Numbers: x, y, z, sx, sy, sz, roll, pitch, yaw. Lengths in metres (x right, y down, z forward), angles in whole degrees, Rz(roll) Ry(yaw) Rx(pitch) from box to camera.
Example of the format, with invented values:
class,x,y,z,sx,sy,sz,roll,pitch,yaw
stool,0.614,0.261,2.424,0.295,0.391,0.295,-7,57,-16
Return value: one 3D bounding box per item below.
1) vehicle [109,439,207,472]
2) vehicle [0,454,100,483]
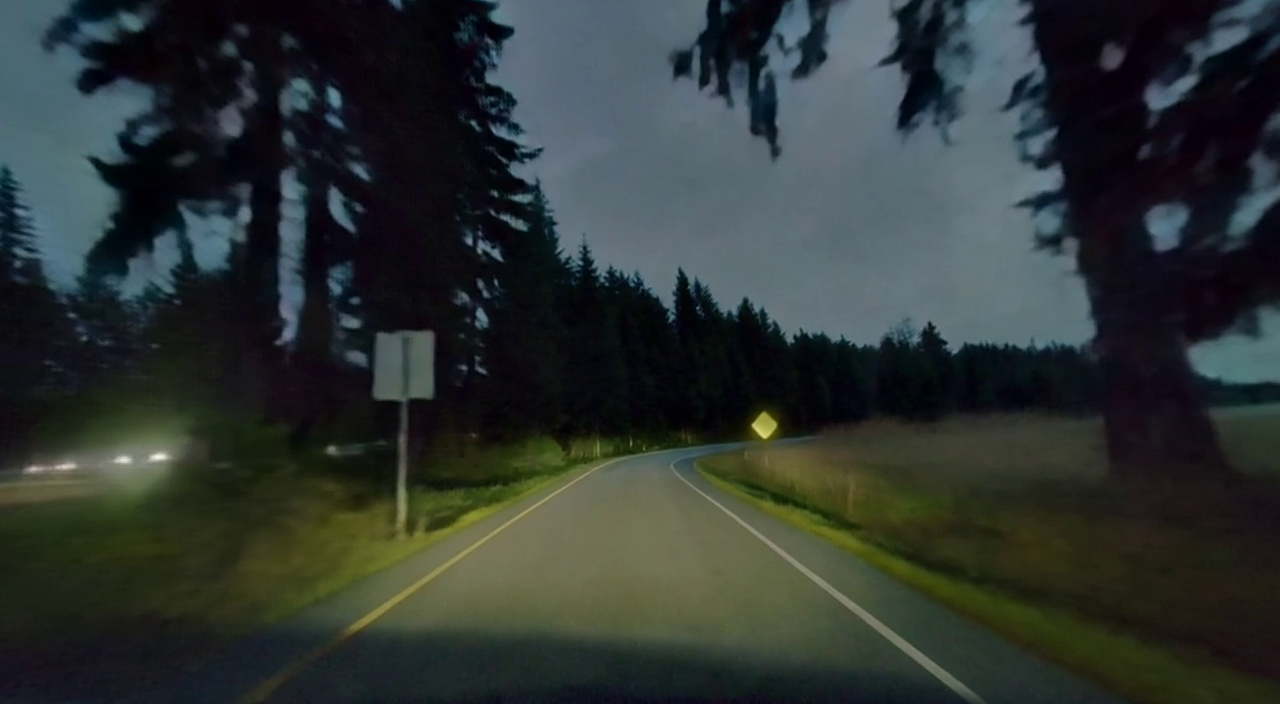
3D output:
class,x,y,z,sx,sy,sz,roll,pitch,yaw
vehicle,-27.939,6.018,36.880,2.123,1.738,4.945,0,-9,-5
vehicle,-32.054,6.228,34.108,1.868,1.427,4.726,0,-9,-5
